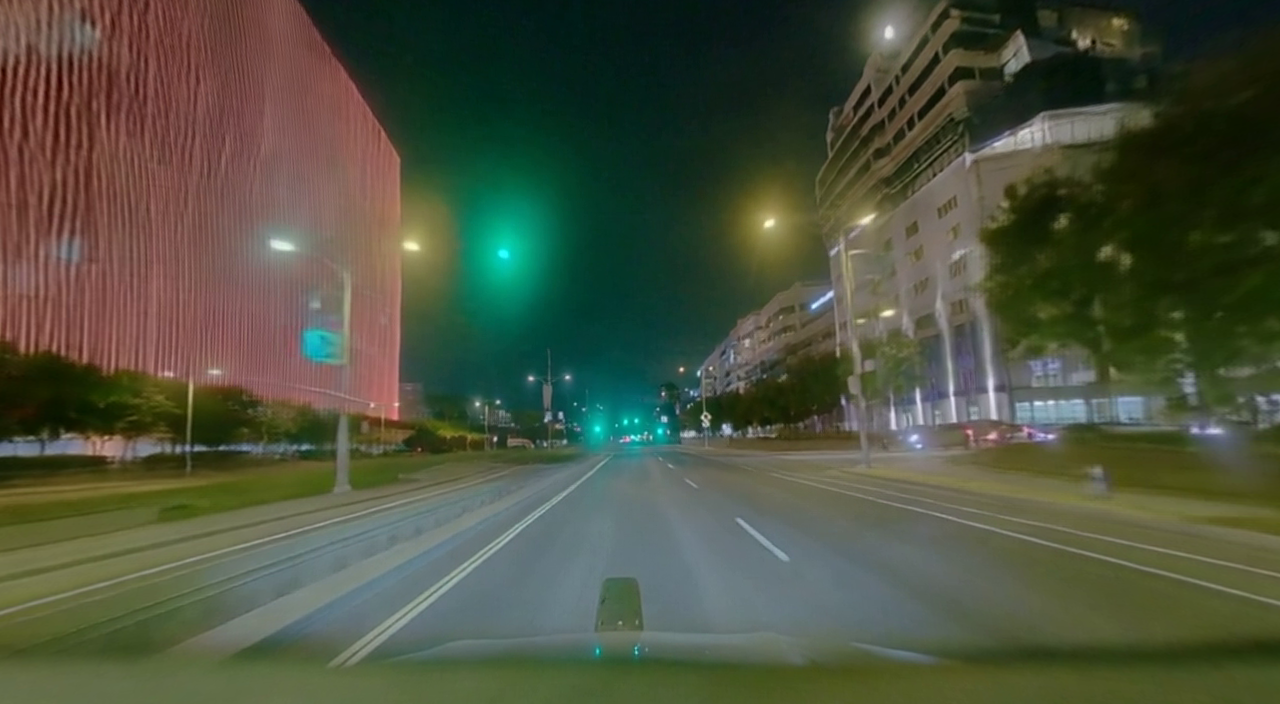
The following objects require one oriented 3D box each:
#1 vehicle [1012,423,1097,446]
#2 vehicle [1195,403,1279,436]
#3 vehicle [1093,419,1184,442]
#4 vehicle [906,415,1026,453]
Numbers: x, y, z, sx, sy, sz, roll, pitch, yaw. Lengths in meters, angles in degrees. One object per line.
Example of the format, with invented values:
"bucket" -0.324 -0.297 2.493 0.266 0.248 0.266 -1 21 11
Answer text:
"vehicle" 28.166 5.632 42.977 4.468 1.455 2.006 1 -9 -8
"vehicle" 34.315 3.789 35.198 5.078 1.697 1.987 0 -9 -7
"vehicle" 34.451 5.448 43.700 4.817 1.503 2.002 1 -9 -8
"vehicle" 21.411 5.350 41.673 6.615 1.967 2.328 -3 -6 -5
